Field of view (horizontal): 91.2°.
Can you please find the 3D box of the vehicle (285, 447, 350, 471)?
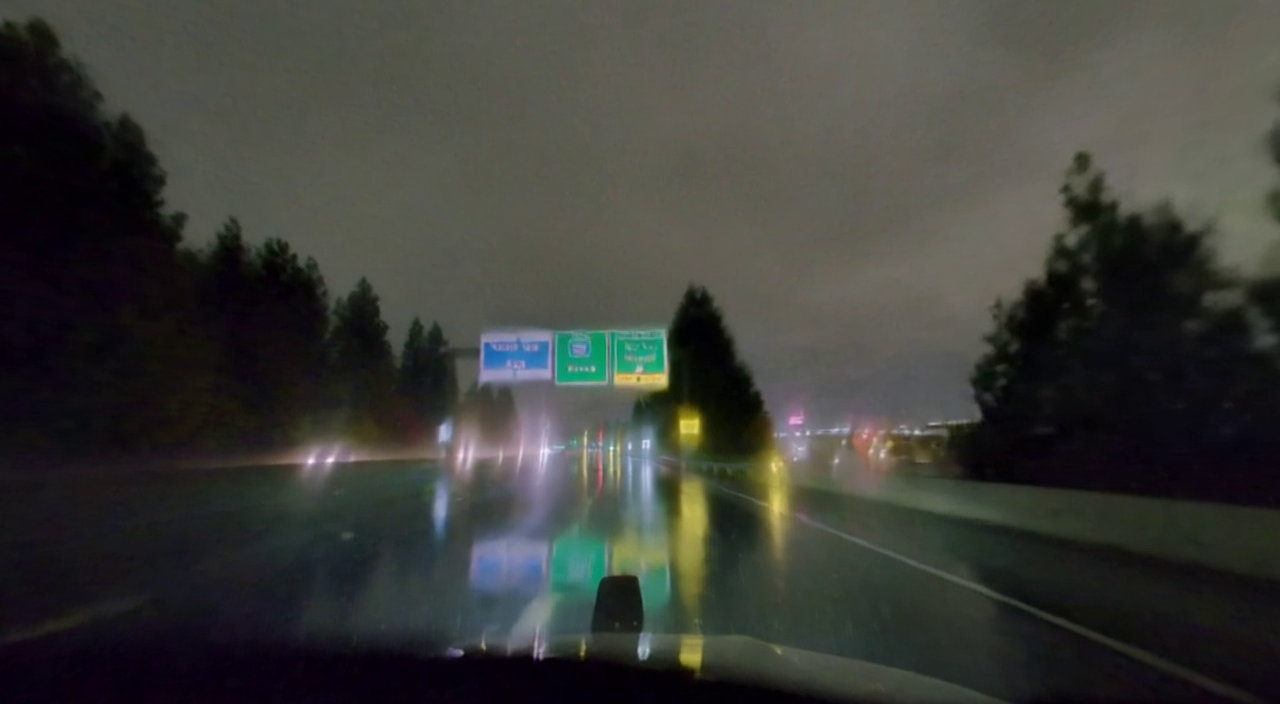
[{"bbox_3d":[-20.900,6.953,40.874,1.890,1.476,4.637,0,-9,-1],"label":"vehicle"}]
